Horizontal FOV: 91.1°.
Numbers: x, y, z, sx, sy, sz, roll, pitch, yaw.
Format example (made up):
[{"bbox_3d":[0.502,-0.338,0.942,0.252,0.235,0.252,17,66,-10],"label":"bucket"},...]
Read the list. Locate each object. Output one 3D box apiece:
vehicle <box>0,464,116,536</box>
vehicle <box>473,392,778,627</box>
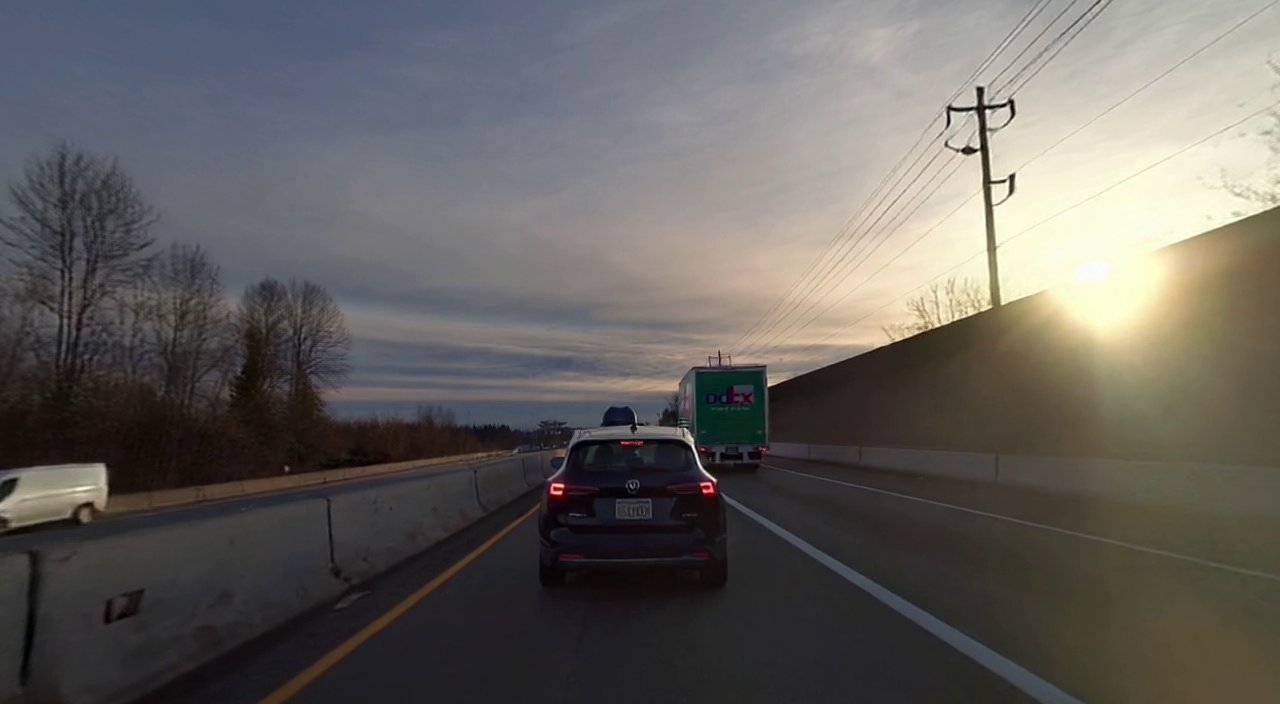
[{"bbox_3d":[-20.071,4.728,20.445,2.081,1.900,4.823,0,-8,-4],"label":"vehicle"},{"bbox_3d":[-0.138,1.332,6.288,2.062,1.581,3.914,0,-8,-1],"label":"vehicle"}]
